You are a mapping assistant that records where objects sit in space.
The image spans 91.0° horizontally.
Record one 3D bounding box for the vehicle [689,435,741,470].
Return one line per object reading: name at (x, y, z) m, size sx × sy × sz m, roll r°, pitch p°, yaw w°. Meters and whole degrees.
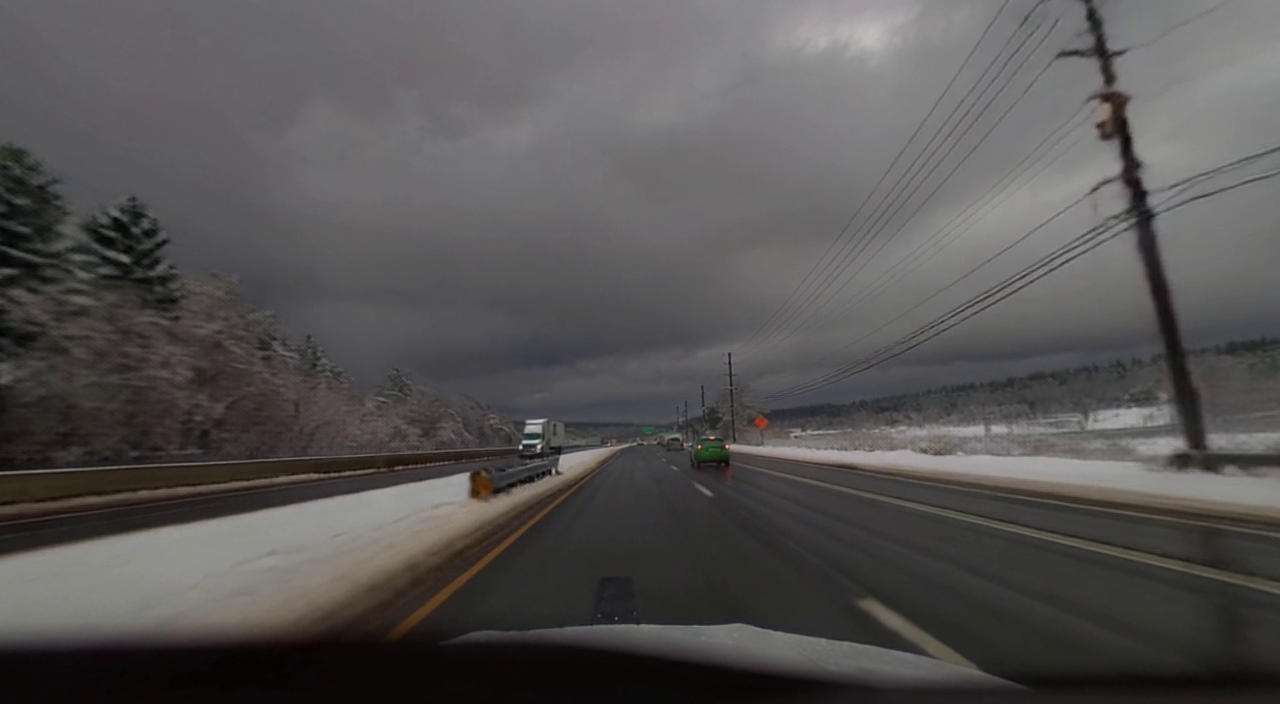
vehicle at (3.640, 4.967, 31.335) m, size 1.977 × 1.581 × 4.428 m, roll 0°, pitch -8°, yaw 0°
